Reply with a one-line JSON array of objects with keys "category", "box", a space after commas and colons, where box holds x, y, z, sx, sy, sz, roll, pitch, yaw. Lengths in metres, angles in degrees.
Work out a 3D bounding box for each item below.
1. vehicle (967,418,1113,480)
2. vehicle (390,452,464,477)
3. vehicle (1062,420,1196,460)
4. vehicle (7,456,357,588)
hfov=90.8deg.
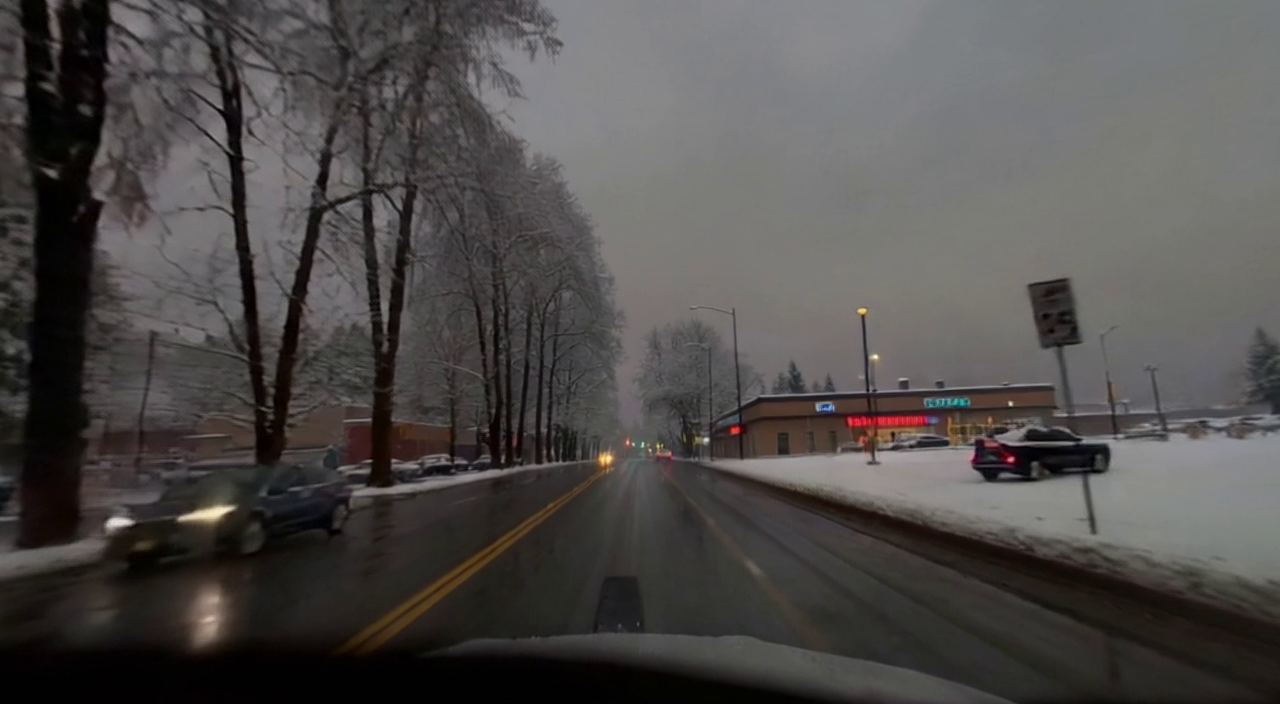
[{"category": "vehicle", "box": [11.213, 2.682, 17.581, 4.587, 1.504, 1.928, 6, -11, -38]}, {"category": "vehicle", "box": [-15.247, 8.057, 45.473, 4.579, 1.701, 2.033, 0, -8, 1]}, {"category": "vehicle", "box": [21.935, 4.004, 28.450, 4.442, 1.451, 1.945, -12, -12, 42]}, {"category": "vehicle", "box": [-6.504, 2.411, 9.882, 1.962, 1.478, 4.639, 0, -9, 1]}]
